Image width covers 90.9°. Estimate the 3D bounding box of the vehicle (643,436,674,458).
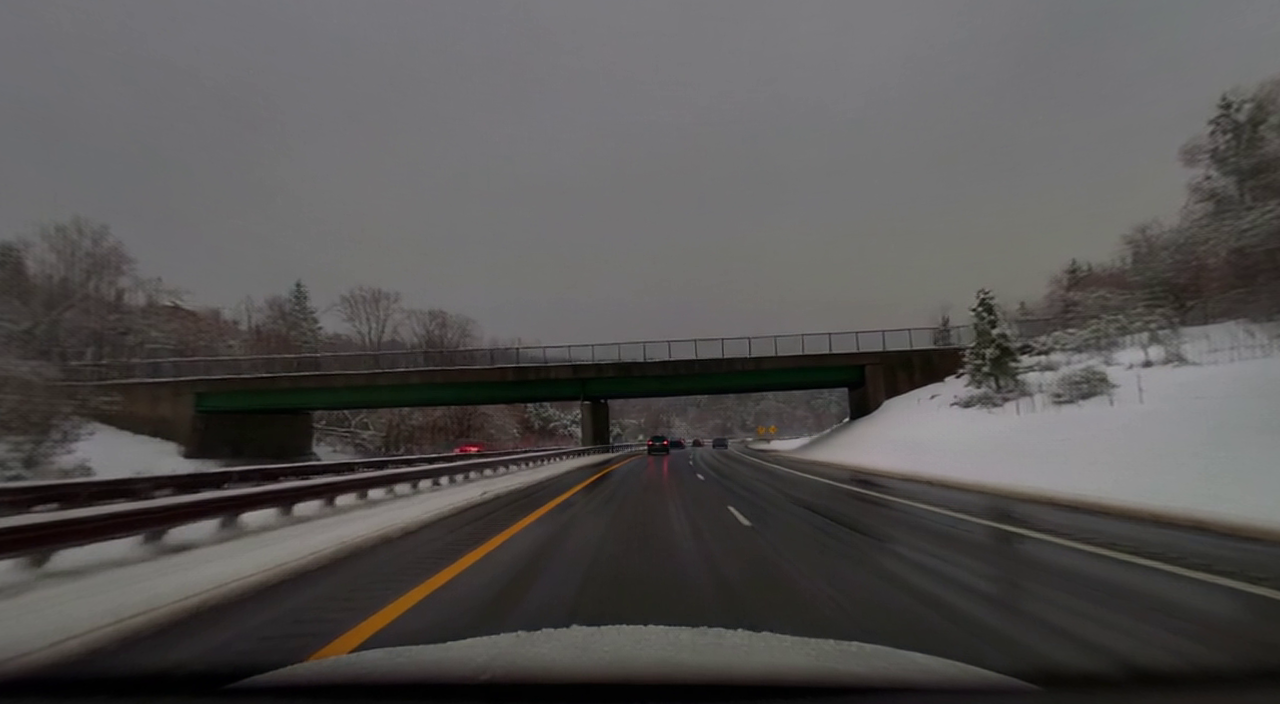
[{"bbox_3d":[1.350,6.766,45.087,1.993,1.461,3.812,-1,-8,4],"label":"vehicle"}]
